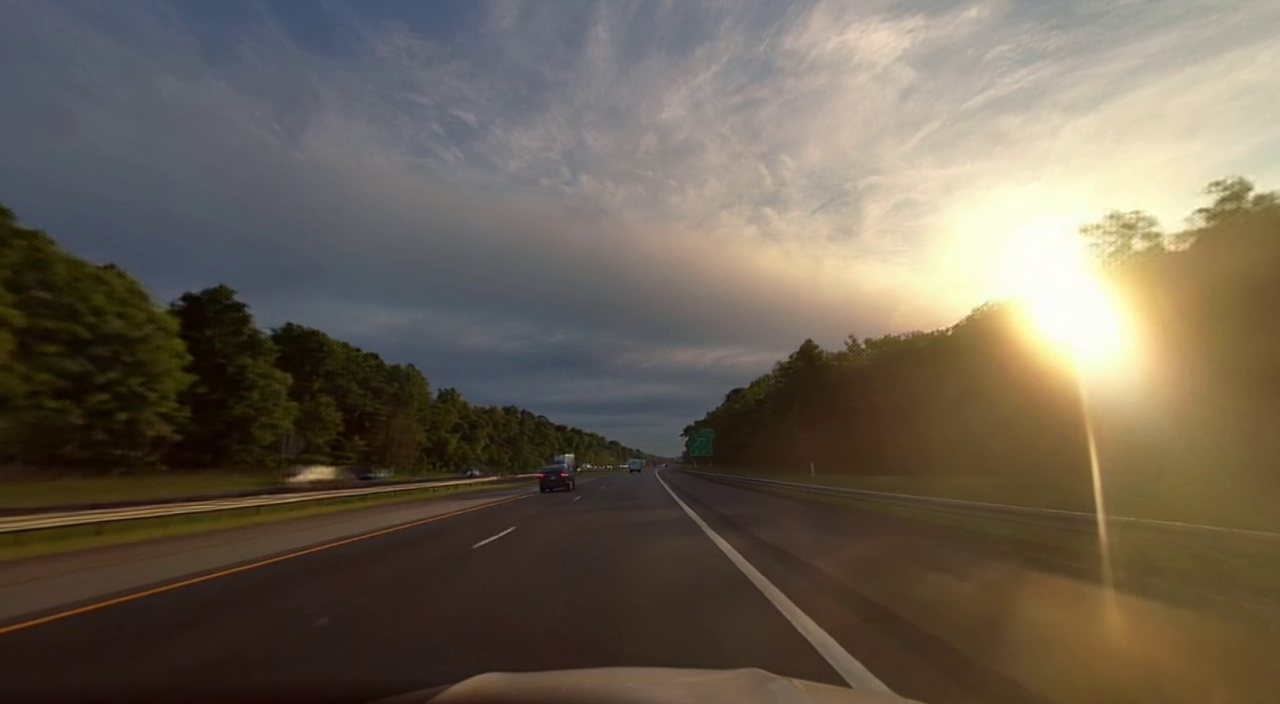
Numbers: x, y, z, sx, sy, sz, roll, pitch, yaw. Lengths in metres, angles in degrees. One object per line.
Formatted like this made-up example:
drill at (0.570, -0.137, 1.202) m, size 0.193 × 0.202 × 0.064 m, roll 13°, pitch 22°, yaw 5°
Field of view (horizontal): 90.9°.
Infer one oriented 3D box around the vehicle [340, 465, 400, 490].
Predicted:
vehicle at (-17.167, 7.995, 40.291) m, size 1.867 × 1.503 × 4.432 m, roll 1°, pitch -10°, yaw 0°

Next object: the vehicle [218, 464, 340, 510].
vehicle at (-12.722, 4.756, 22.542) m, size 1.869 × 1.453 × 4.165 m, roll 1°, pitch -10°, yaw 0°

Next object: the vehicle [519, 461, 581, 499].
vehicle at (-3.837, 5.570, 27.579) m, size 2.043 × 1.486 × 4.442 m, roll 1°, pitch -10°, yaw 0°
